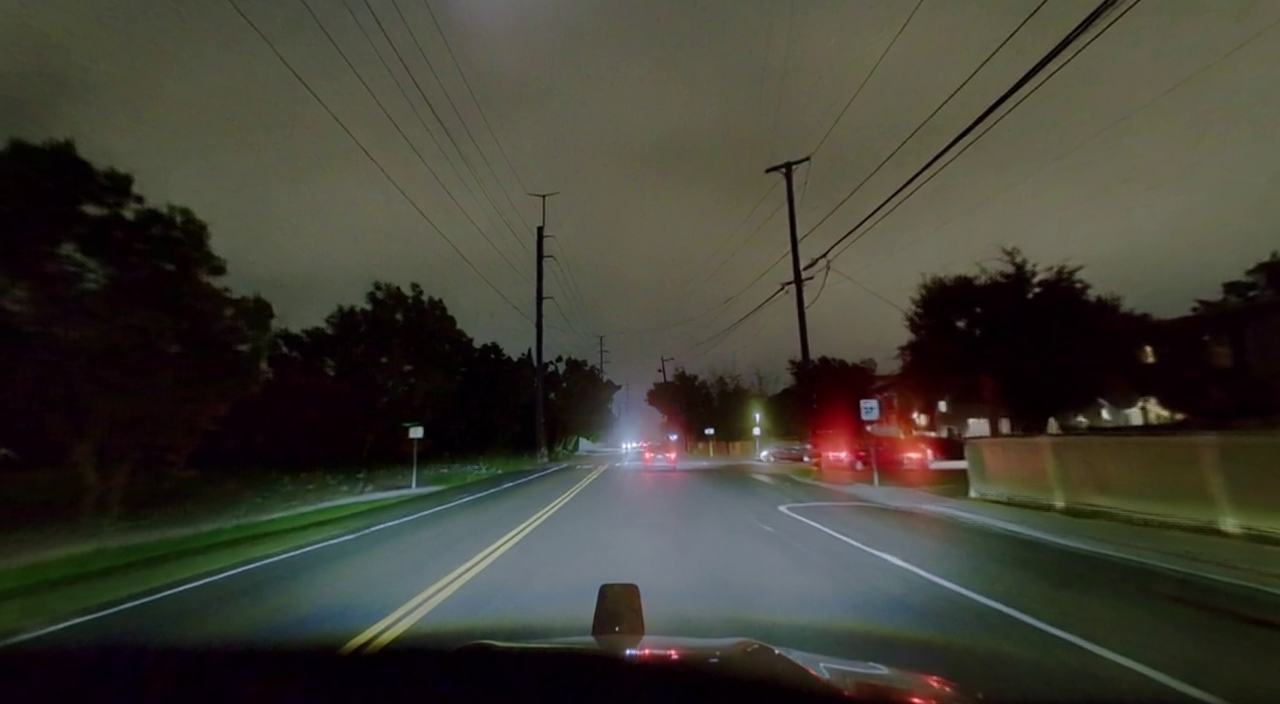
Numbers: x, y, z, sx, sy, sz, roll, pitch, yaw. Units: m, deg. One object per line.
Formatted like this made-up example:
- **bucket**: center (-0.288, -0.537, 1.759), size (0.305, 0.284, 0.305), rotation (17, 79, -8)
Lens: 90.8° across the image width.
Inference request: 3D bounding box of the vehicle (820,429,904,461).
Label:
- **vehicle**: center (14.686, 6.183, 41.966), size (4.635, 2.026, 2.258), rotation (1, -9, -11)

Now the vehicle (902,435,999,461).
- **vehicle**: center (19.260, 5.990, 39.334), size (4.869, 1.477, 2.076), rotation (-1, -9, 2)

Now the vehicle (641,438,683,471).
- **vehicle**: center (1.037, 5.131, 31.769), size (1.975, 1.497, 3.647), rotation (0, -9, 0)

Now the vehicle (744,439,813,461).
- **vehicle**: center (9.894, 7.043, 45.387), size (4.511, 1.473, 1.962), rotation (1, -8, -2)

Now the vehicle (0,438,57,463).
- **vehicle**: center (-40.585, 6.339, 40.747), size (4.127, 1.528, 1.708), rotation (-1, -8, 0)
